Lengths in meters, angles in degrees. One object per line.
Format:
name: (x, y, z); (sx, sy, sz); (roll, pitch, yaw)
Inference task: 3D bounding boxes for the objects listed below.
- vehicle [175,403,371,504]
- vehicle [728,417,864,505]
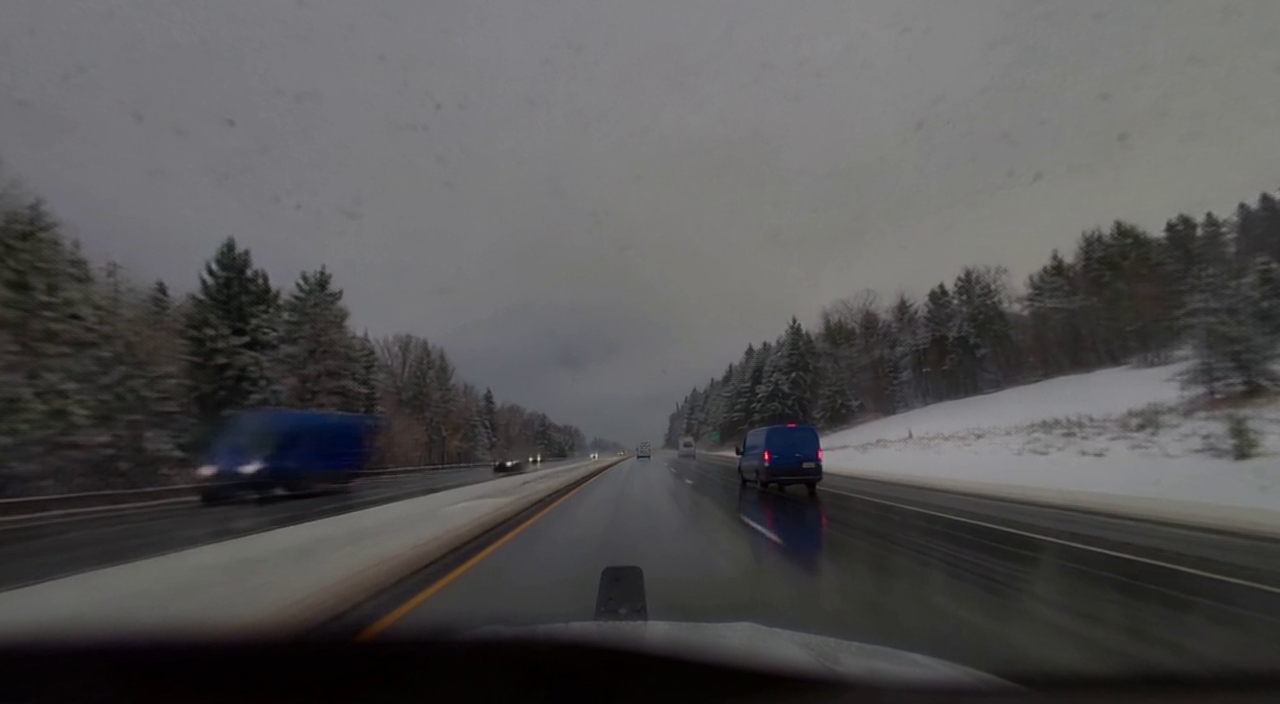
vehicle: (-13.334, 3.843, 23.955); (2.734, 3.160, 7.643); (-1, -9, 1)
vehicle: (4.016, 2.945, 17.282); (2.371, 2.045, 4.768); (0, -9, -1)
